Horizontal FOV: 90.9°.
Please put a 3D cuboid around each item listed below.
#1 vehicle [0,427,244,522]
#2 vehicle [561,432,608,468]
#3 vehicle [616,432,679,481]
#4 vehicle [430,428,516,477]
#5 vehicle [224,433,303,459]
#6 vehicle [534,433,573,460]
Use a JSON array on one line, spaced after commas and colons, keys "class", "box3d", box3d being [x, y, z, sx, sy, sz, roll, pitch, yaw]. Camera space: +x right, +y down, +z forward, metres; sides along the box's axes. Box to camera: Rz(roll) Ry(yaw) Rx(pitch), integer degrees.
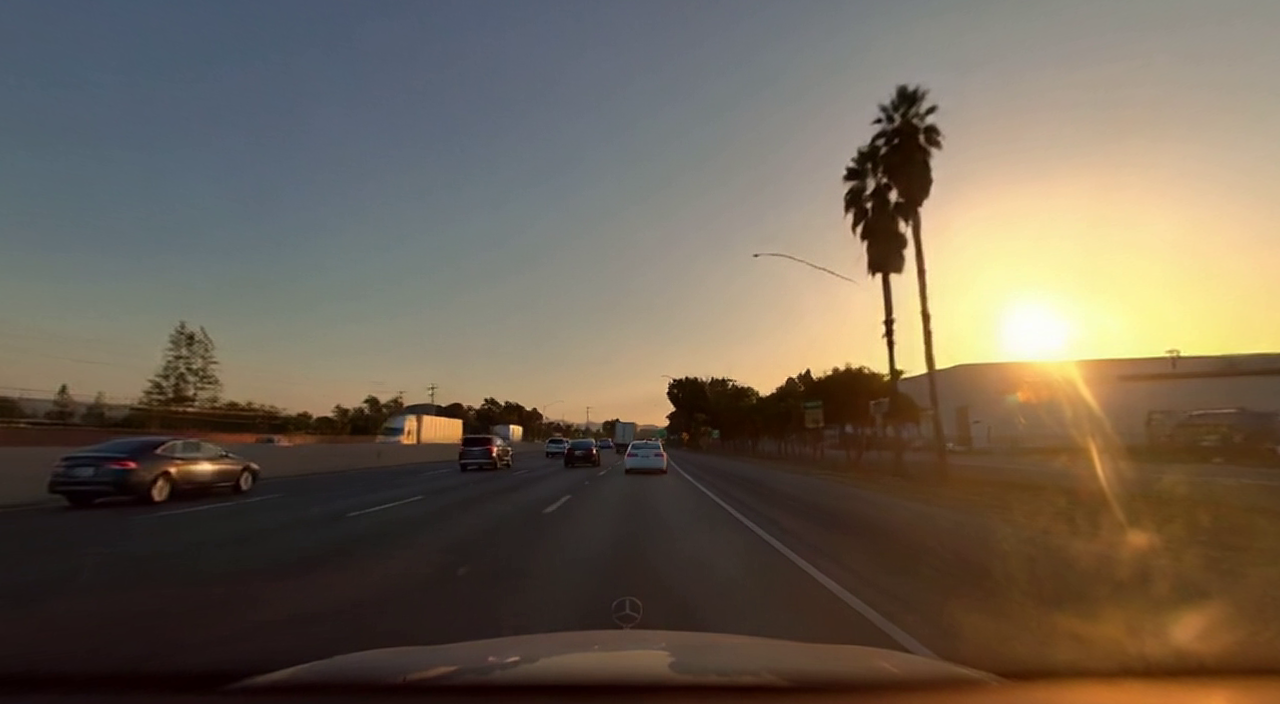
[{"class": "vehicle", "box3d": [-10.607, 2.342, 12.709, 1.910, 1.501, 5.004, -1, -8, 2]}, {"class": "vehicle", "box3d": [-2.994, 5.432, 35.105, 2.108, 1.832, 4.549, -1, -8, 2]}, {"class": "vehicle", "box3d": [0.288, 3.865, 23.617, 2.136, 1.678, 4.052, 0, -8, 1]}, {"class": "vehicle", "box3d": [-6.679, 4.080, 25.869, 2.105, 1.790, 4.689, -1, -8, 2]}, {"class": "vehicle", "box3d": [-26.883, 6.759, 45.306, 2.081, 1.729, 5.567, -1, -8, 1]}, {"class": "vehicle", "box3d": [-6.556, 7.195, 48.205, 2.085, 1.932, 4.967, -1, -8, 2]}]
